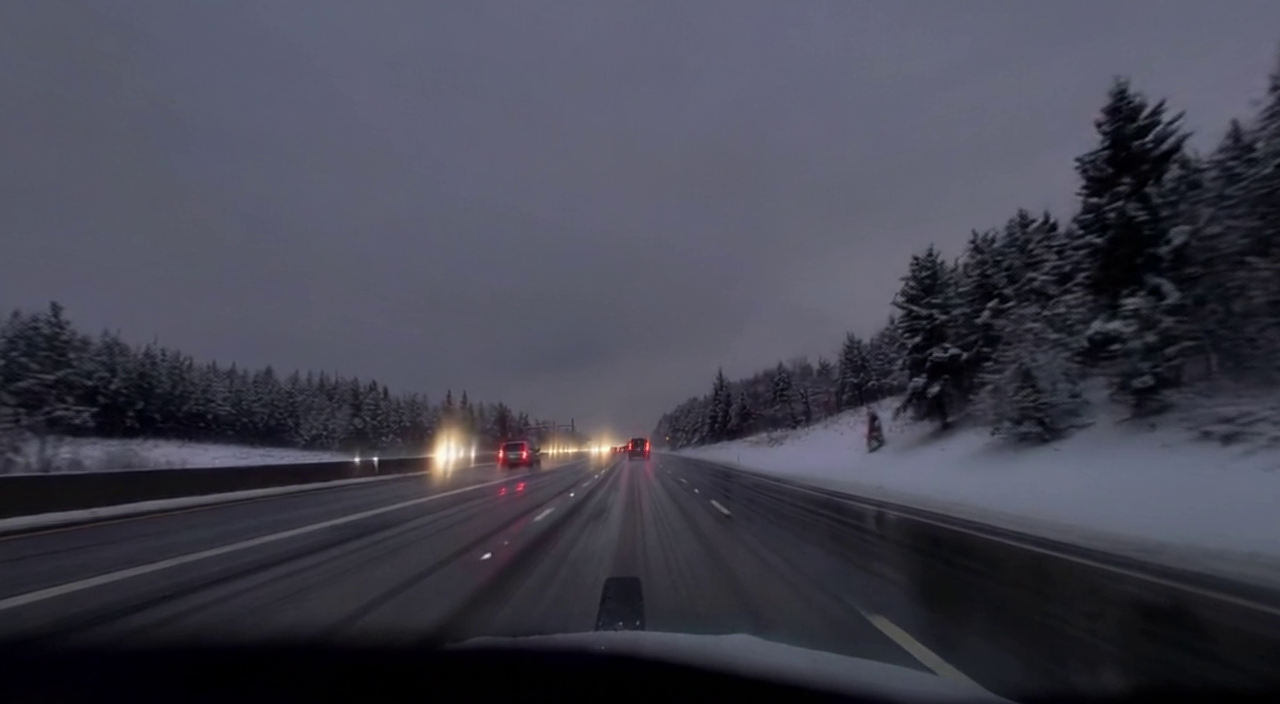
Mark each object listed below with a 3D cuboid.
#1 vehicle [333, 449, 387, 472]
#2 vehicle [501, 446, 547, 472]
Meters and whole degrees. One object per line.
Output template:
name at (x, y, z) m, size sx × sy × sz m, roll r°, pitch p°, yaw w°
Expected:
vehicle at (-19.087, 7.395, 43.135) m, size 1.780 × 1.466 × 3.993 m, roll 0°, pitch -9°, yaw 1°
vehicle at (-7.242, 6.731, 39.880) m, size 1.973 × 1.494 × 4.419 m, roll 0°, pitch -9°, yaw 1°
